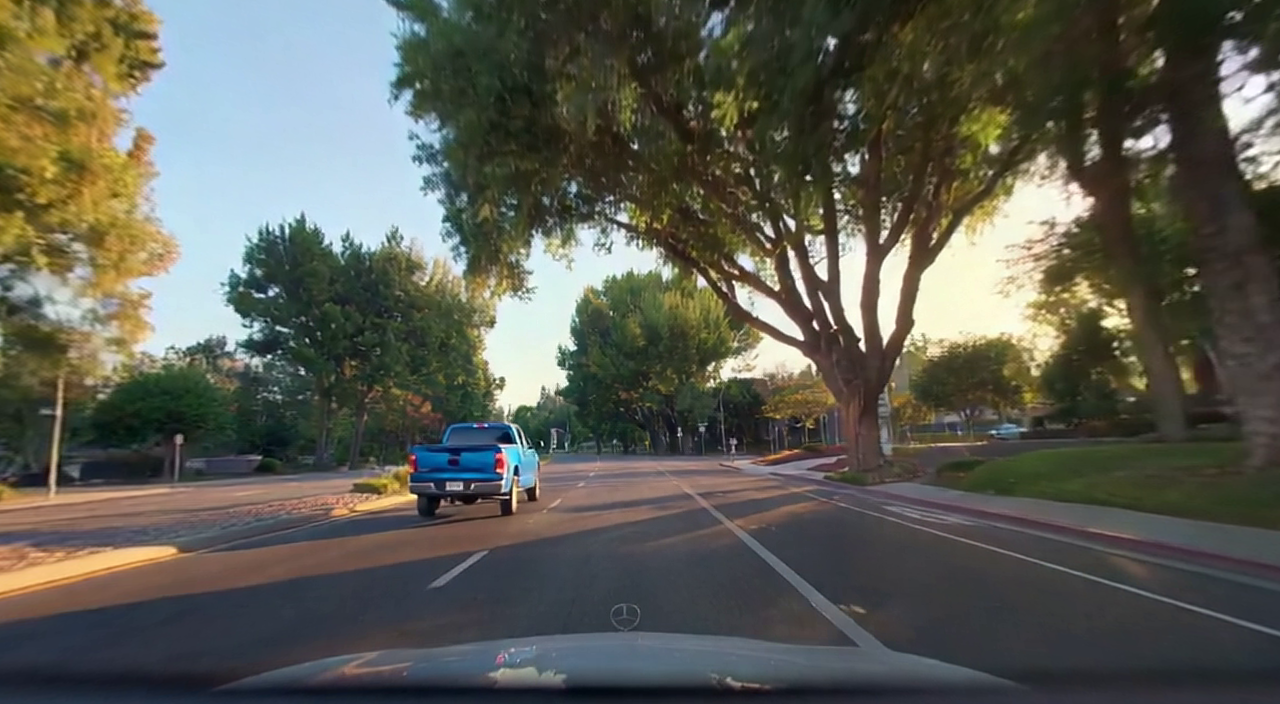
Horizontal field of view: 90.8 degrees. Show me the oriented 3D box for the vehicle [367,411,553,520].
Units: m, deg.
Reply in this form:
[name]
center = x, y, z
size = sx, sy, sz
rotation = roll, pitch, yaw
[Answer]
[vehicle]
center = -3.530, 2.450, 14.082
size = 2.267, 1.849, 6.402
rotation = 0, -9, 0
